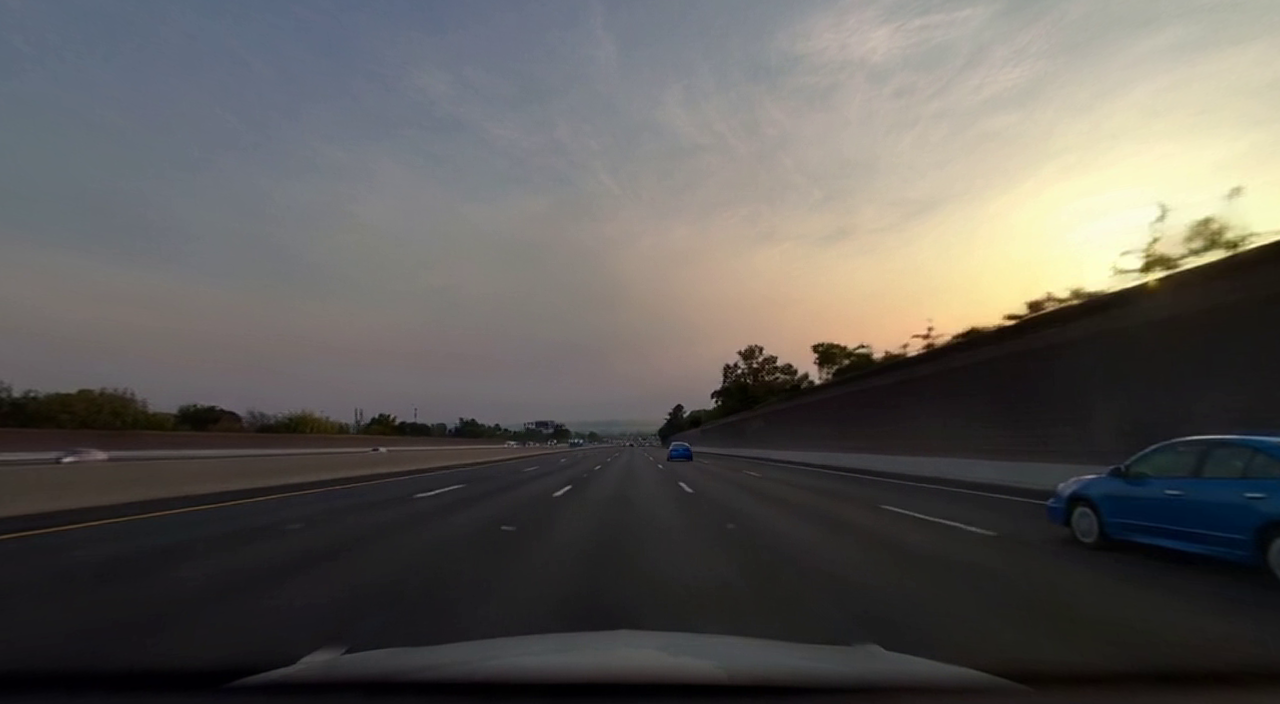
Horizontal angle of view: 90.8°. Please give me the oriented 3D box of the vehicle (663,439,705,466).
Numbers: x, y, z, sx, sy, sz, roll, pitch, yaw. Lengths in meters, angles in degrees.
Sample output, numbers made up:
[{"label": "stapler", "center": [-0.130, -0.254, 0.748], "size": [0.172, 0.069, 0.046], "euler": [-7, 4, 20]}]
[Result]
[{"label": "vehicle", "center": [2.702, 6.323, 39.874], "size": [2.270, 1.615, 3.770], "euler": [0, -8, -1]}]

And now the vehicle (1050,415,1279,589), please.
[{"label": "vehicle", "center": [6.791, 1.412, 6.148], "size": [2.227, 1.522, 5.041], "euler": [0, -8, 0]}]

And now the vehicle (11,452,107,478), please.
[{"label": "vehicle", "center": [-35.997, 6.970, 39.303], "size": [1.999, 1.489, 4.209], "euler": [0, -8, 0]}]
